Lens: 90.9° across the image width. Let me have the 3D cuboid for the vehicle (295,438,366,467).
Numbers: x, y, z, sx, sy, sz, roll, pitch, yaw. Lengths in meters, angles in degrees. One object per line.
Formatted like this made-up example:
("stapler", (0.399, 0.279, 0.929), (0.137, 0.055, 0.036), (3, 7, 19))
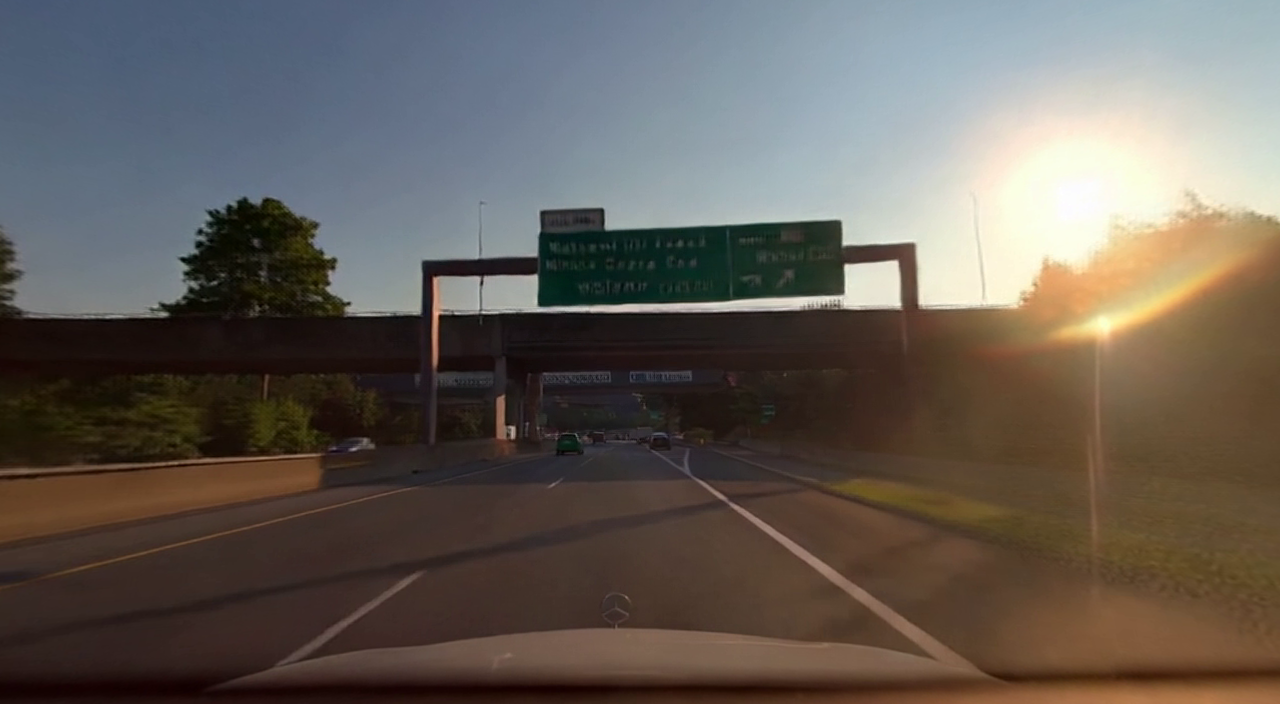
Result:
("vehicle", (-17.719, 5.738, 36.299), (1.954, 1.567, 4.283), (0, -8, -1))

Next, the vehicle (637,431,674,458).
("vehicle", (0.965, 5.753, 39.274), (2.139, 1.561, 4.060), (0, -8, 1))

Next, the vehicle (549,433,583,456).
("vehicle", (-5.096, 6.434, 43.904), (1.959, 1.514, 3.668), (0, -8, -1))
